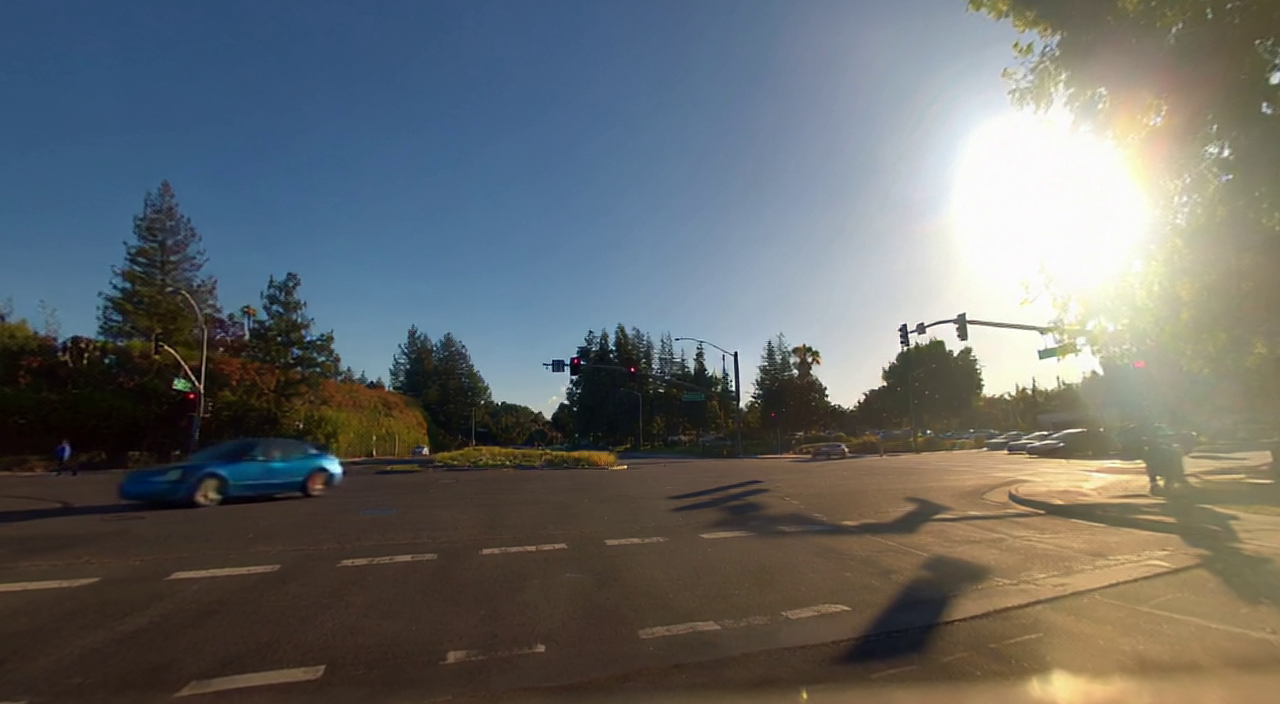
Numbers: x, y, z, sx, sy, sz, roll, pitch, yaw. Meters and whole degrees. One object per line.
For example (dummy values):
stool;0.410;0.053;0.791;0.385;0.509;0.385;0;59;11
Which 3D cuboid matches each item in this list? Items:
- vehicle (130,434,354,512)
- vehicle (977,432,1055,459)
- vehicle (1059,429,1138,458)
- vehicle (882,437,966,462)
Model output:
vehicle;-8.943;2.700;14.562;1.740;1.500;3.896;-5;-10;29
vehicle;26.963;6.727;45.261;5.032;1.828;2.183;4;-9;-24
vehicle;36.105;7.205;49.731;6.148;2.119;2.473;4;-10;-28
vehicle;18.698;6.423;41.623;5.234;1.549;1.982;4;-9;-24
